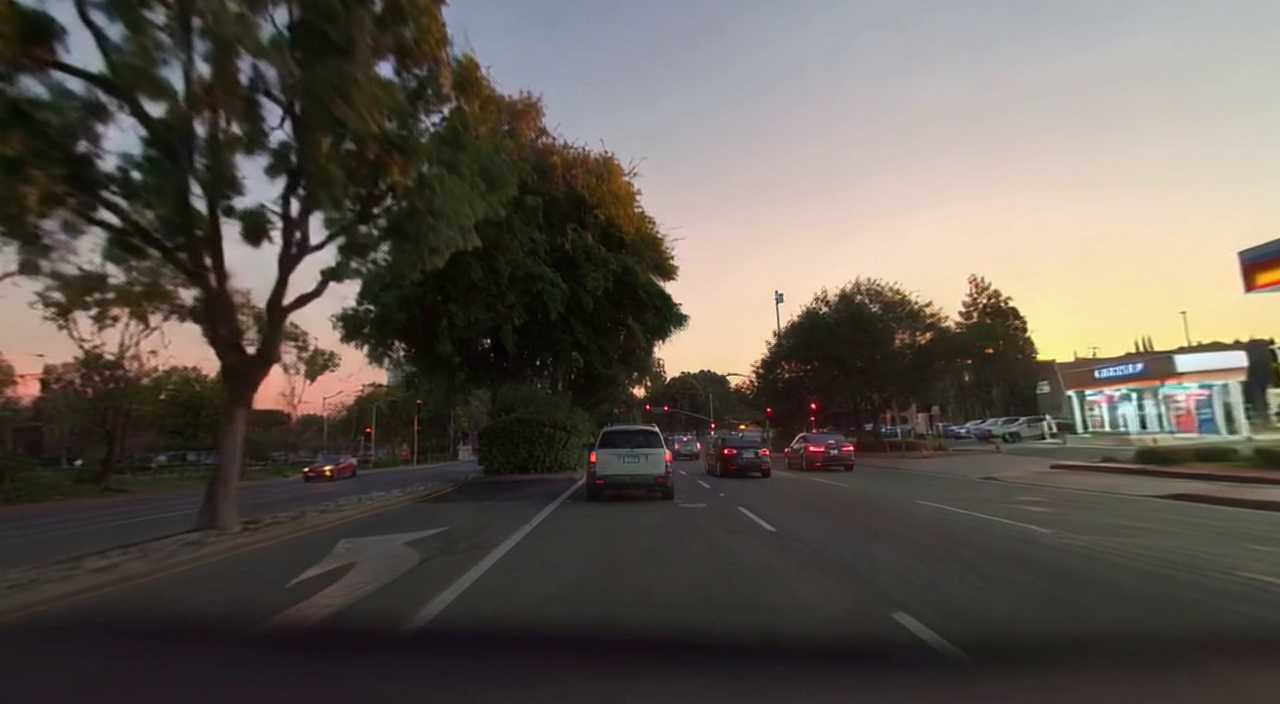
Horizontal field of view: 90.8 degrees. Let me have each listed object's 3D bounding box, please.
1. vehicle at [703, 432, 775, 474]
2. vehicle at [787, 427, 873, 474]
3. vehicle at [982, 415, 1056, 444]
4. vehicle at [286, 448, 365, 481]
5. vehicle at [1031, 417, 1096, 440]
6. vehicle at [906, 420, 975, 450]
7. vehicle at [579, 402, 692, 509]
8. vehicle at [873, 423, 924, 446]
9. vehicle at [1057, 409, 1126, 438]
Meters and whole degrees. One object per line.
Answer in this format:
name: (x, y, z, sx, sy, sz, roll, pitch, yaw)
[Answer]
vehicle: (3.678, 3.841, 24.198, 1.940, 1.474, 4.234, 0, -8, -2)
vehicle: (6.974, 3.678, 23.638, 1.793, 1.585, 4.130, 0, -8, -2)
vehicle: (25.300, 5.263, 42.355, 2.107, 1.806, 4.410, 0, -8, -2)
vehicle: (-16.774, 5.983, 34.011, 1.942, 1.479, 4.765, -4, -8, -1)
vehicle: (27.799, 5.093, 41.579, 1.709, 1.423, 3.660, 0, -8, 0)
vehicle: (19.905, 5.555, 42.171, 1.929, 1.763, 5.190, -3, -8, -1)
vehicle: (-0.108, 2.238, 13.967, 2.038, 1.917, 4.900, 0, -8, -1)
vehicle: (19.745, 6.370, 48.452, 1.925, 1.629, 4.331, 0, -8, -1)
vehicle: (30.574, 4.916, 42.904, 1.769, 1.782, 4.068, 0, -9, 3)
